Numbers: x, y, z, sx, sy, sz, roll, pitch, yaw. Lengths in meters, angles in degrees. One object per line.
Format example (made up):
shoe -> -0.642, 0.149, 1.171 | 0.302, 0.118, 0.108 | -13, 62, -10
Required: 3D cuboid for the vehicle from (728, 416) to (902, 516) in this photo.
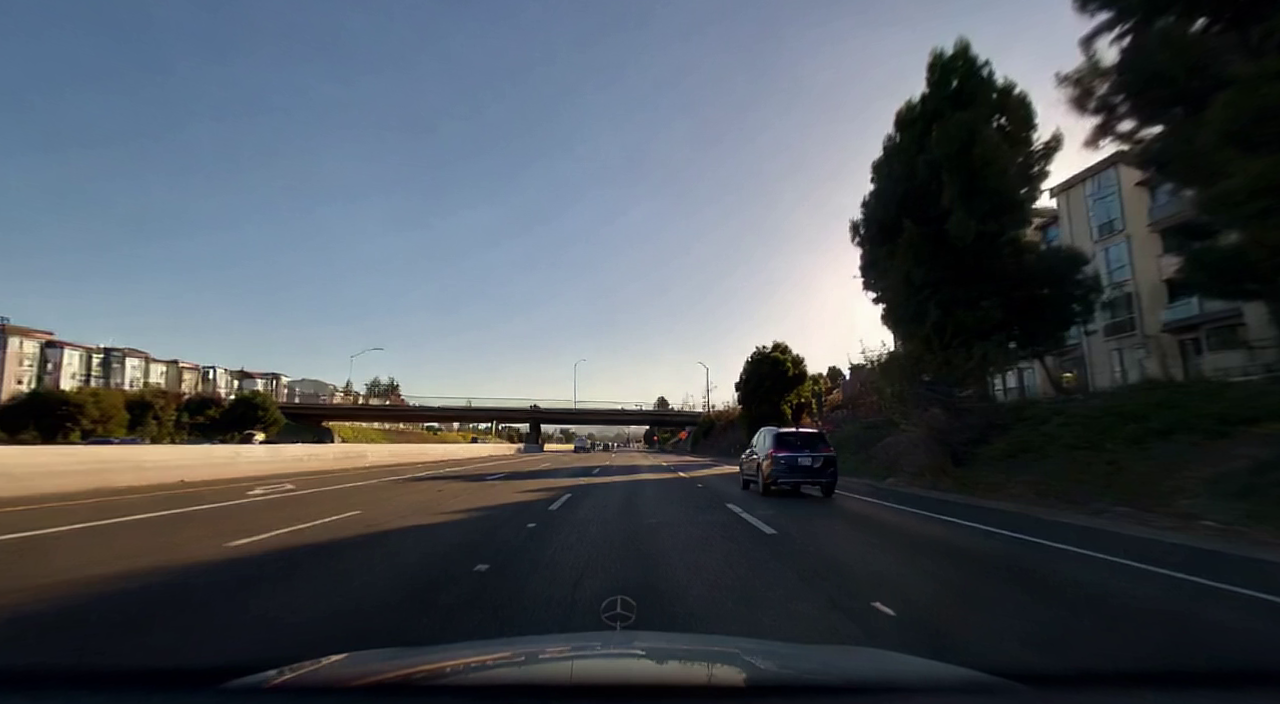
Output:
vehicle -> 3.447, 2.400, 13.743 | 2.212, 1.753, 5.064 | 0, -9, -1
